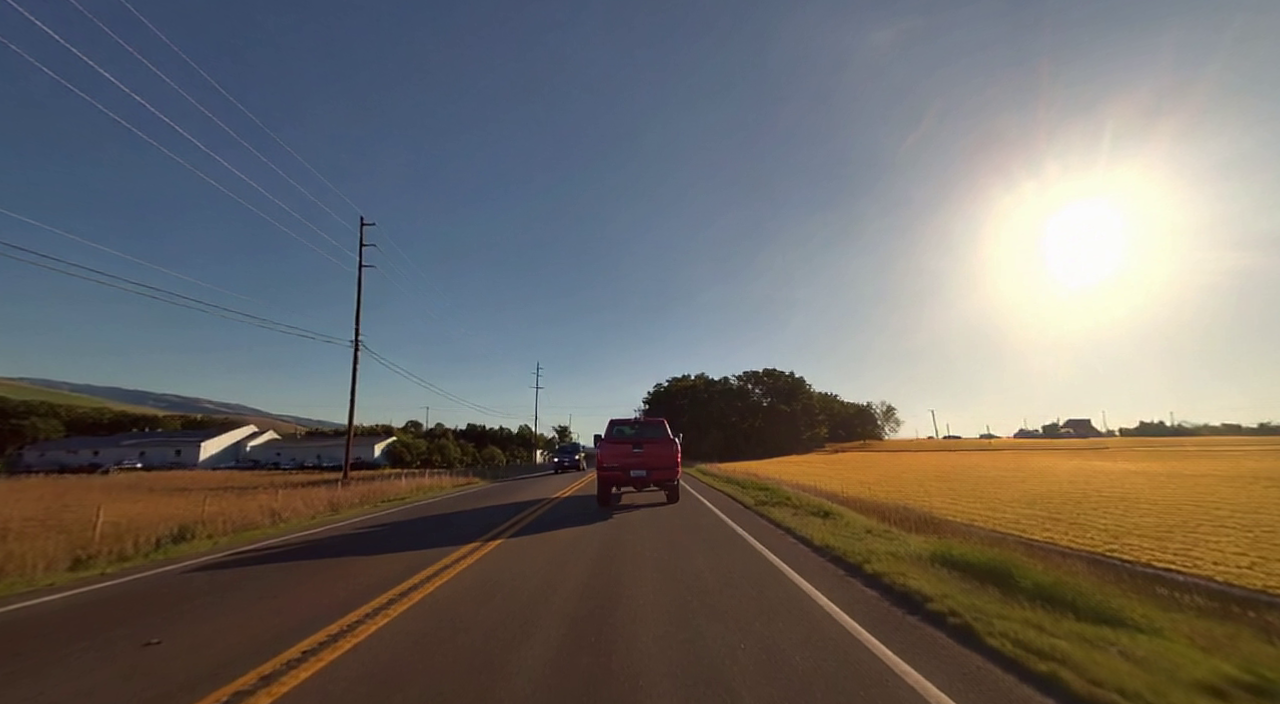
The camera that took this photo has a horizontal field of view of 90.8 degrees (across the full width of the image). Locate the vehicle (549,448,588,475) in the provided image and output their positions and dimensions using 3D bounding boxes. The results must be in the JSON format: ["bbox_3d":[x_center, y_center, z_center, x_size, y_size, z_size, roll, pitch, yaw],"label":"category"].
[{"bbox_3d":[-4.277,6.614,38.364,1.853,1.473,4.256,0,-8,0],"label":"vehicle"}]

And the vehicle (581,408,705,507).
[{"bbox_3d":[-0.016,3.020,18.559,2.912,2.320,7.292,0,-8,-1],"label":"vehicle"}]
